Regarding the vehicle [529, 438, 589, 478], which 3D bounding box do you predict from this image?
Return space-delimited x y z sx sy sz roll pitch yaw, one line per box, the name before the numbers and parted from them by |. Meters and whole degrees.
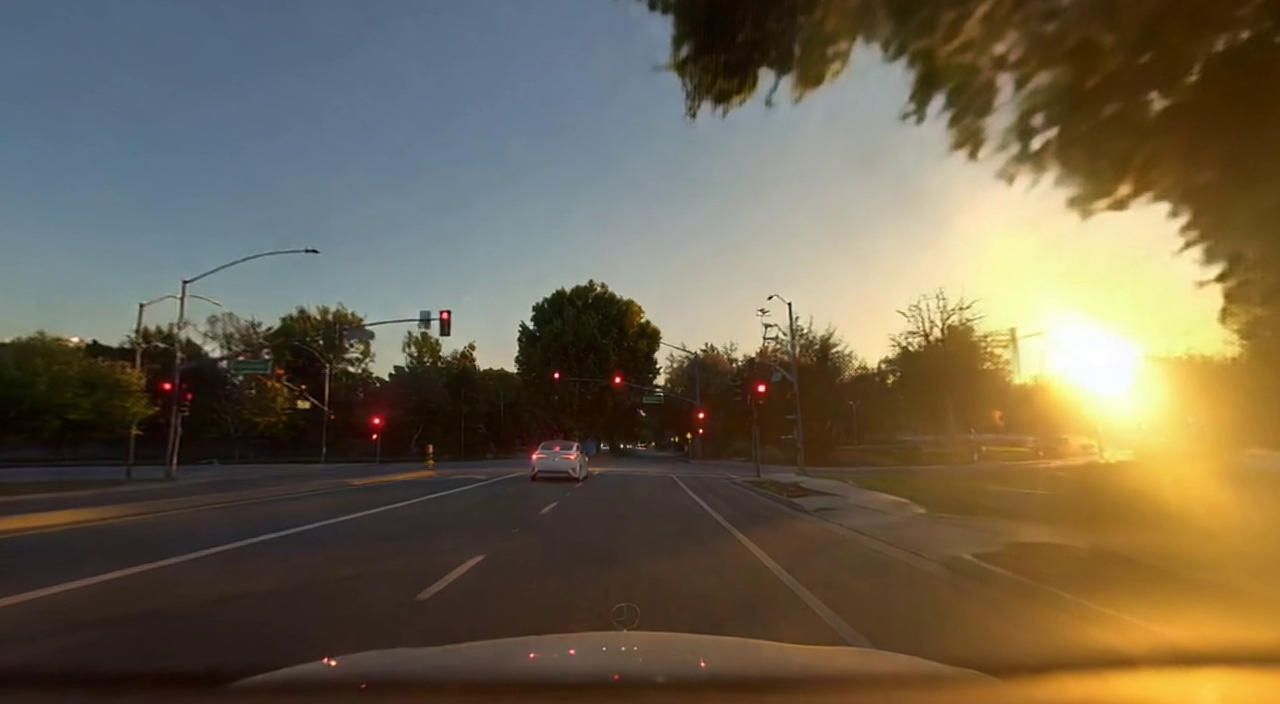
vehicle | -3.465 4.629 27.862 2.076 1.599 4.483 0 -9 0
